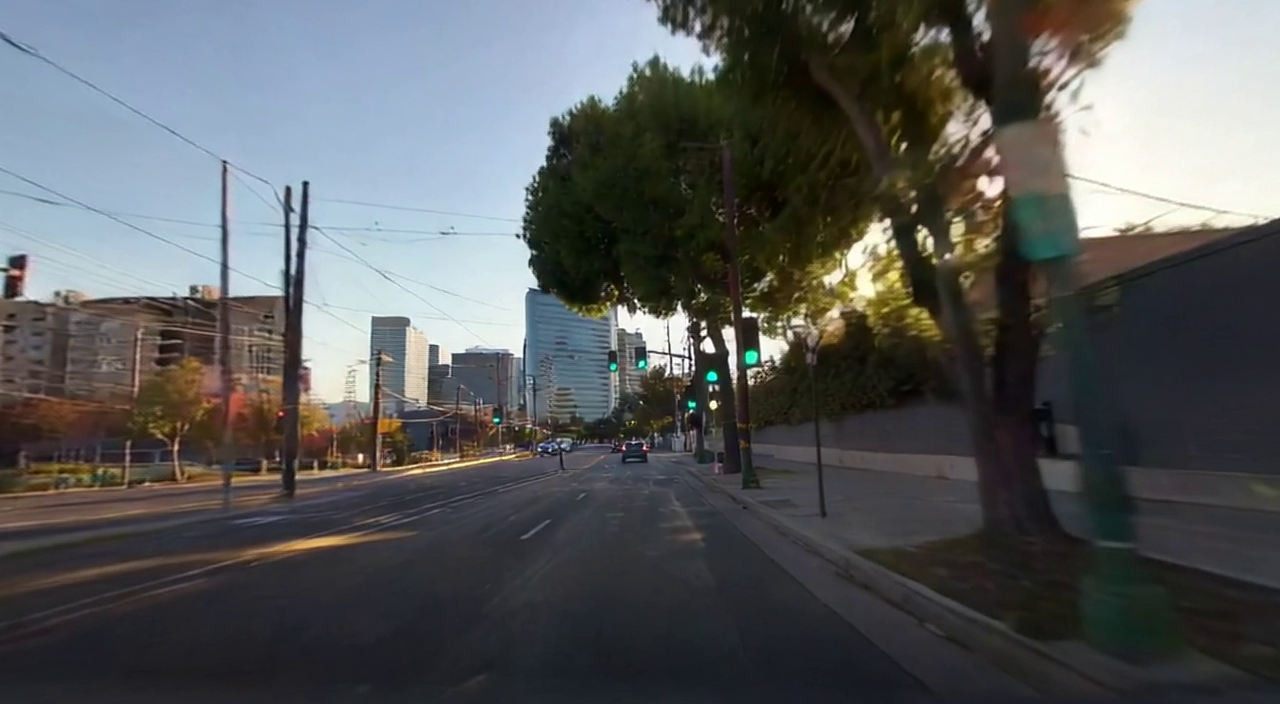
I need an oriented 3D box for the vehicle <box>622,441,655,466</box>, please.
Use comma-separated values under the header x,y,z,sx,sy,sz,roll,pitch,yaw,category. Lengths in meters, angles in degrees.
x,y,z,sx,sy,sz,roll,pitch,yaw,category
-0.168,6.842,42.873,2.105,1.611,3.750,0,-8,-2,vehicle
